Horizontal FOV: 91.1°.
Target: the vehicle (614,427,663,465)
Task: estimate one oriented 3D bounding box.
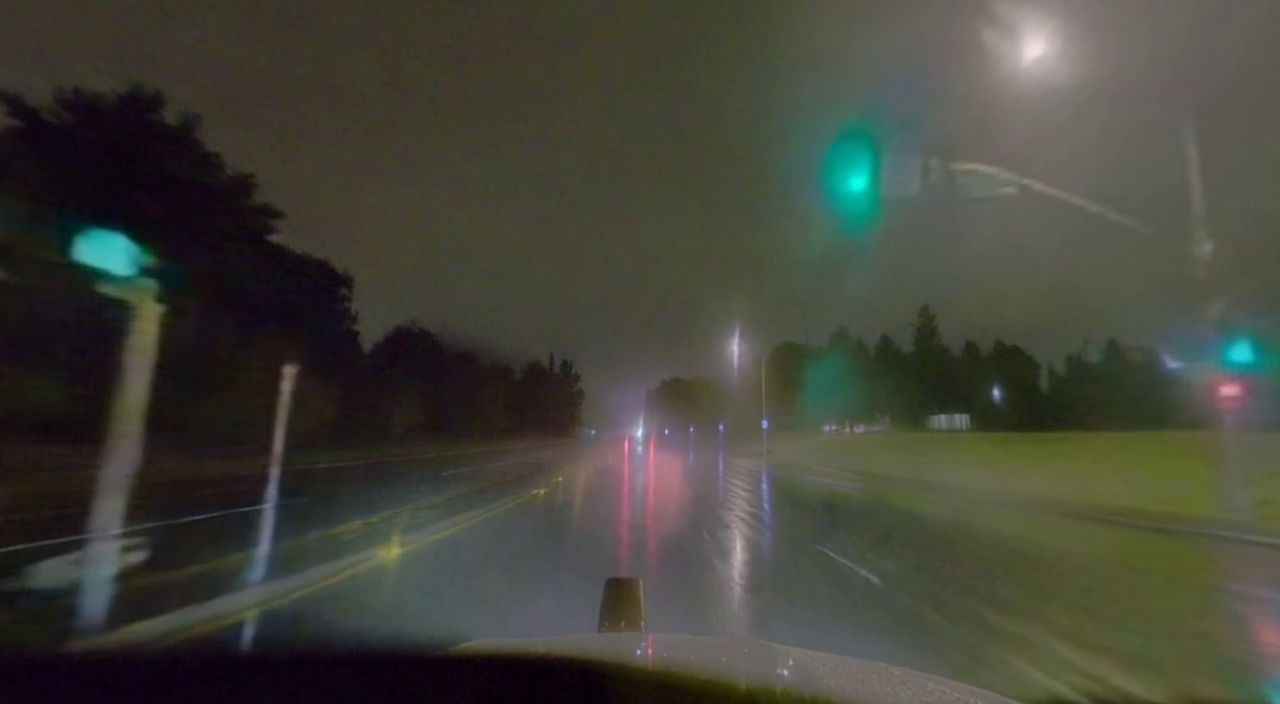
[{"bbox_3d":[-0.066,4.676,31.111,2.256,1.734,4.176,0,-9,0],"label":"vehicle"}]
